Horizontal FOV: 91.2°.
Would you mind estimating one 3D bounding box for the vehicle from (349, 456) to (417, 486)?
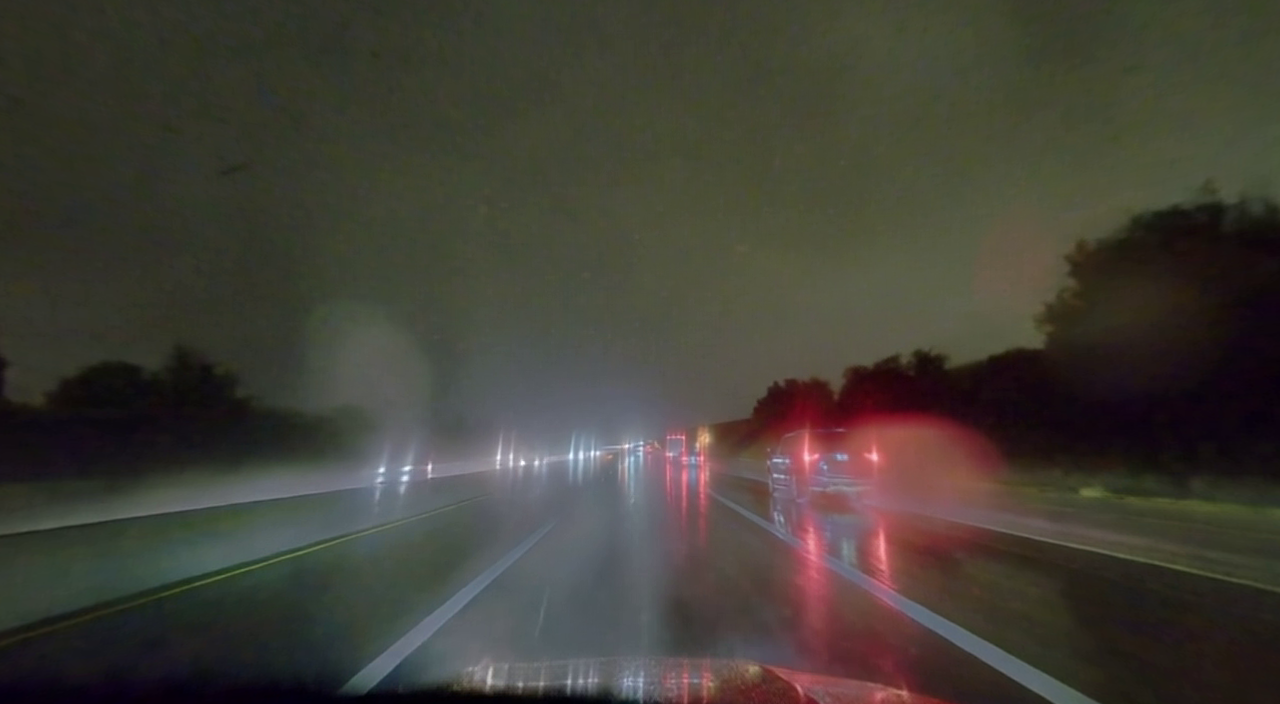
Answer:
[{"bbox_3d":[-14.005,6.503,34.450,1.890,1.465,4.346,0,-9,0],"label":"vehicle"}]

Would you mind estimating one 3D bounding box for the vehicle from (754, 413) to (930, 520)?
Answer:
[{"bbox_3d":[4.163,2.502,14.093,2.177,1.914,5.245,0,-9,0],"label":"vehicle"}]
